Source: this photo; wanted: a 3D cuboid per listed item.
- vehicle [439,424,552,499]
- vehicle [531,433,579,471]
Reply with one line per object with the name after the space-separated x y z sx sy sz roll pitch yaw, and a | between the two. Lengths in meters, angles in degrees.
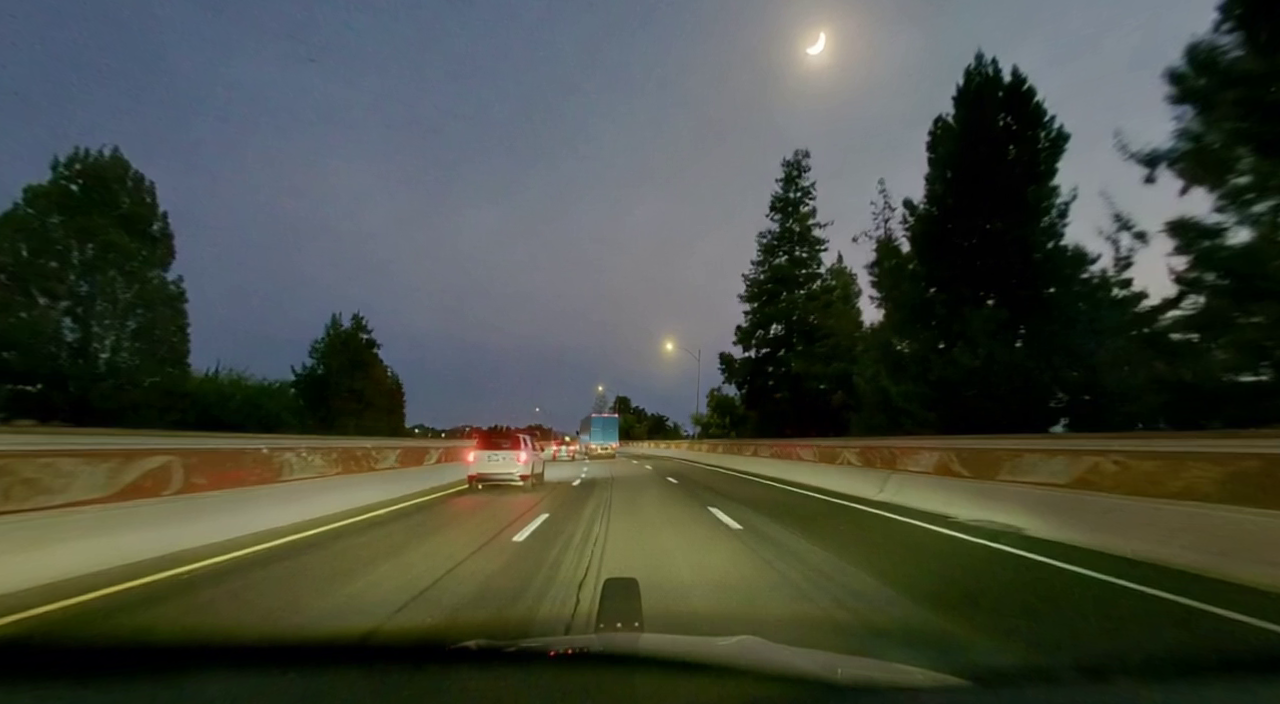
-3.691 2.889 16.978 2.041 1.734 4.391 0 -9 -1 | vehicle
-4.266 5.101 32.245 2.044 1.740 4.361 1 -9 -2 | vehicle
